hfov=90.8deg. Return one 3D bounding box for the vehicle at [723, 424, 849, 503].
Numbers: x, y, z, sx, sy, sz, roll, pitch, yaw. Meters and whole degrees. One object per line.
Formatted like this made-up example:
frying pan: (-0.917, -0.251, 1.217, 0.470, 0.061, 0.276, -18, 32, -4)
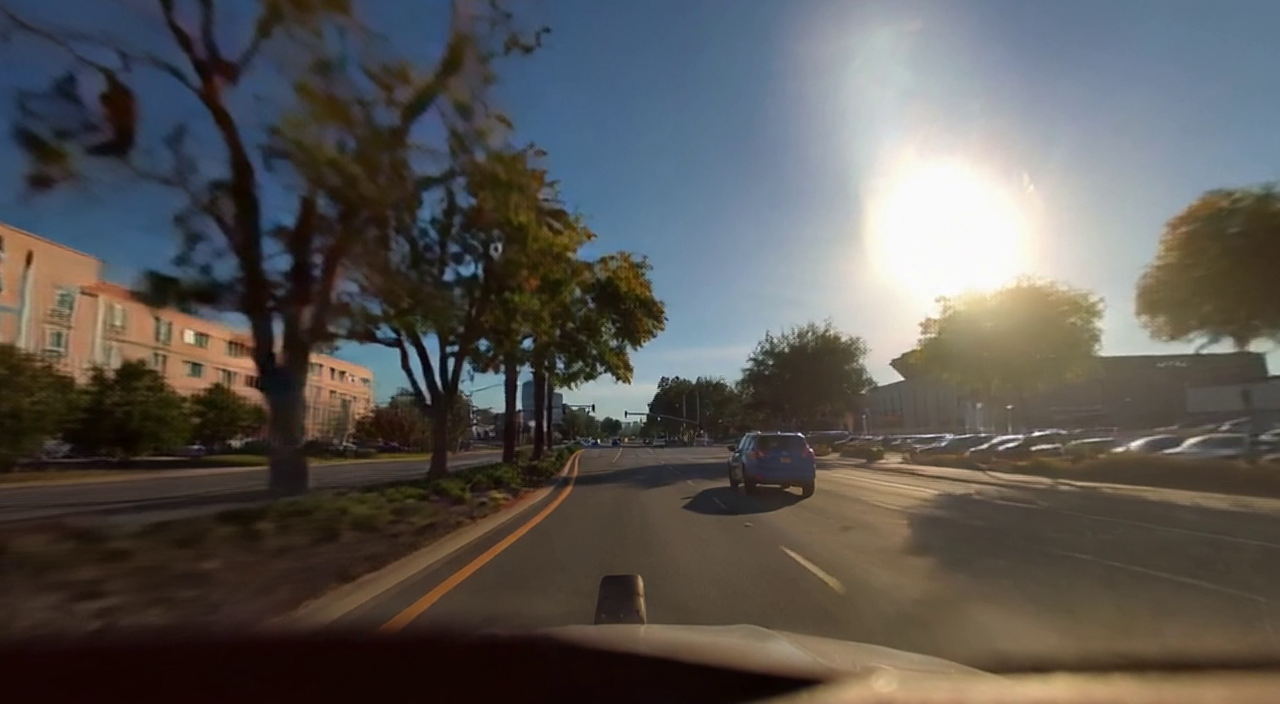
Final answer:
vehicle: (3.464, 2.743, 15.896, 2.072, 1.696, 4.177, 0, -8, -1)
